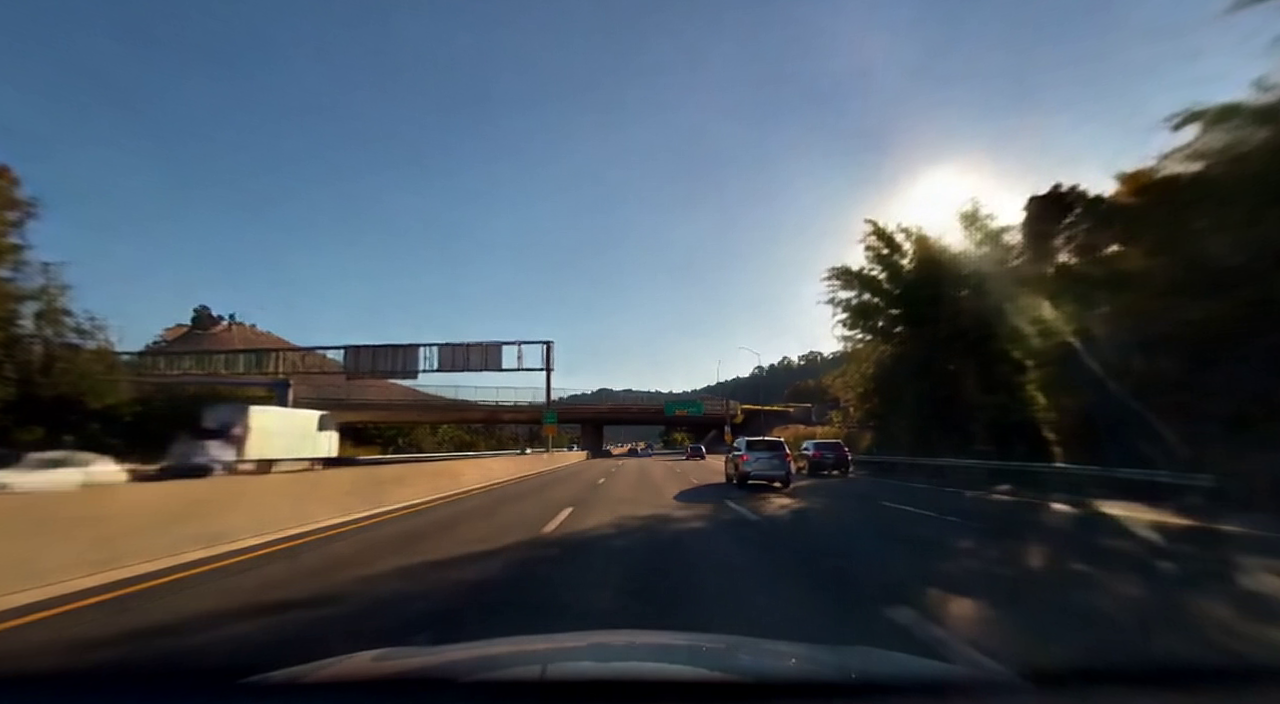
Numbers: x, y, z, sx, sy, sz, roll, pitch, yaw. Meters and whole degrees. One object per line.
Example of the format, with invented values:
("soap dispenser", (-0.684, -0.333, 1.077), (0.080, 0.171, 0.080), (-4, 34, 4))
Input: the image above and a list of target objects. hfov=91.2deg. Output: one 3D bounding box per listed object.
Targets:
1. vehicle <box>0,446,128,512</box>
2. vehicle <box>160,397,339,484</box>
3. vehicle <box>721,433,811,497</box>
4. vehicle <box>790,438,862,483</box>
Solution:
("vehicle", (-14.534, 2.866, 14.319), (1.837, 1.381, 4.562), (0, -9, 0))
("vehicle", (-18.249, 4.318, 30.314), (3.104, 3.566, 8.472), (0, -9, 0))
("vehicle", (3.693, 3.393, 19.153), (1.784, 1.733, 4.141), (0, -9, -1))
("vehicle", (8.194, 4.798, 27.934), (1.898, 1.798, 3.805), (0, -9, -2))
